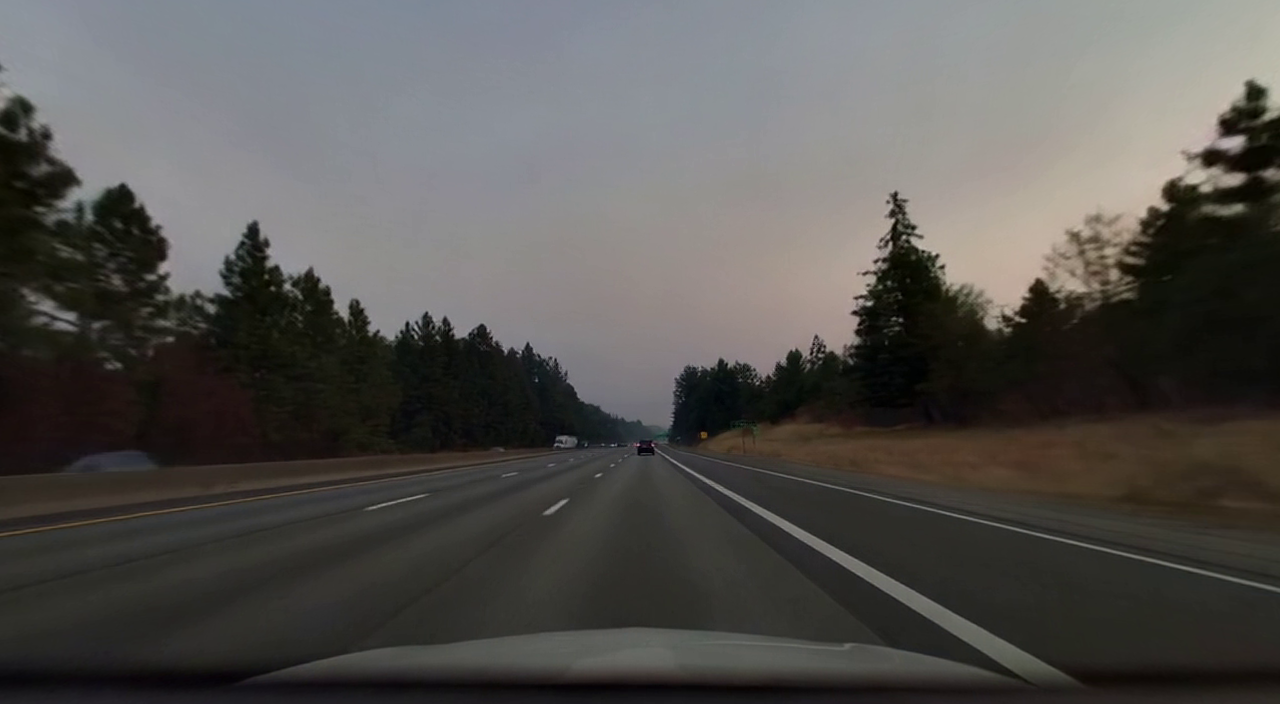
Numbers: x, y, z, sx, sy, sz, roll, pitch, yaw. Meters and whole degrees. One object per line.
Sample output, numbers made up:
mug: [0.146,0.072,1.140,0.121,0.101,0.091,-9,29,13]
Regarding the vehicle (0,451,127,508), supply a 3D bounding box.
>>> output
vehicle: [-17.888,3.717,18.808,1.747,1.448,3.879,0,-8,0]
